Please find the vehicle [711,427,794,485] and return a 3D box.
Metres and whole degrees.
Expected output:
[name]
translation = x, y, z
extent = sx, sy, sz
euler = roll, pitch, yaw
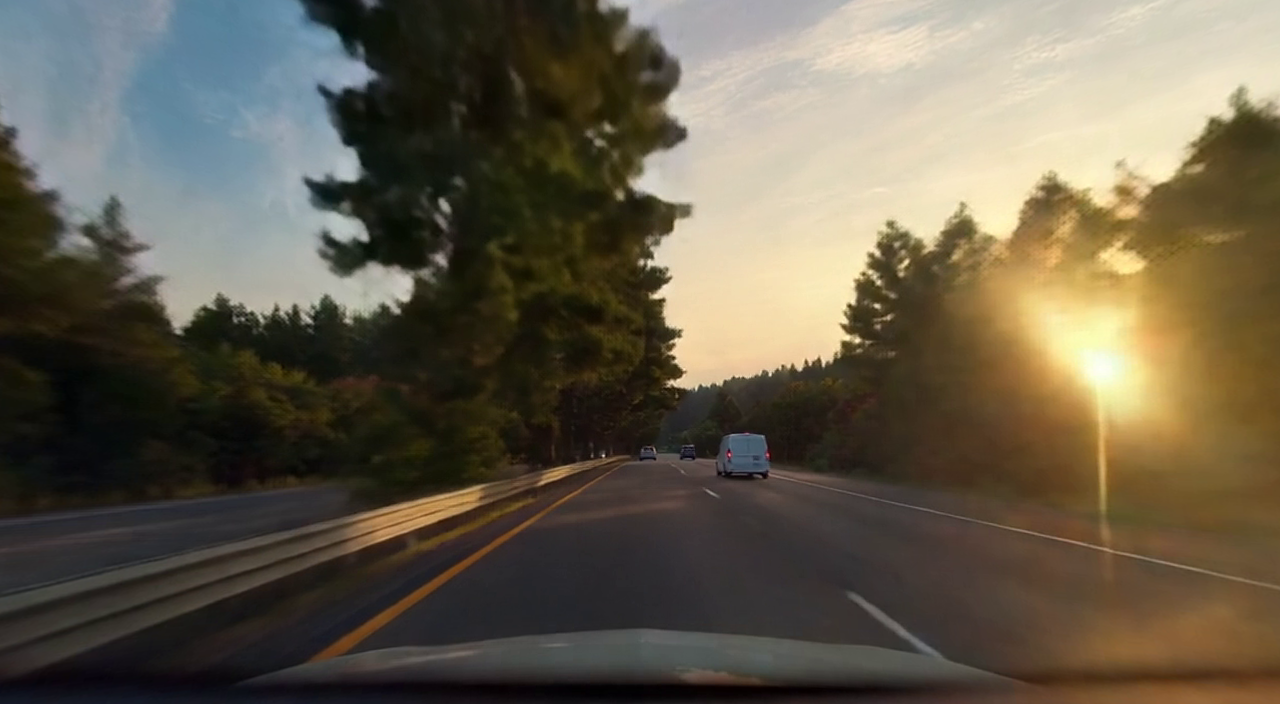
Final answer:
[vehicle]
translation = 4.289, 4.077, 24.931
extent = 2.371, 2.045, 4.768
euler = 0, -9, -1
